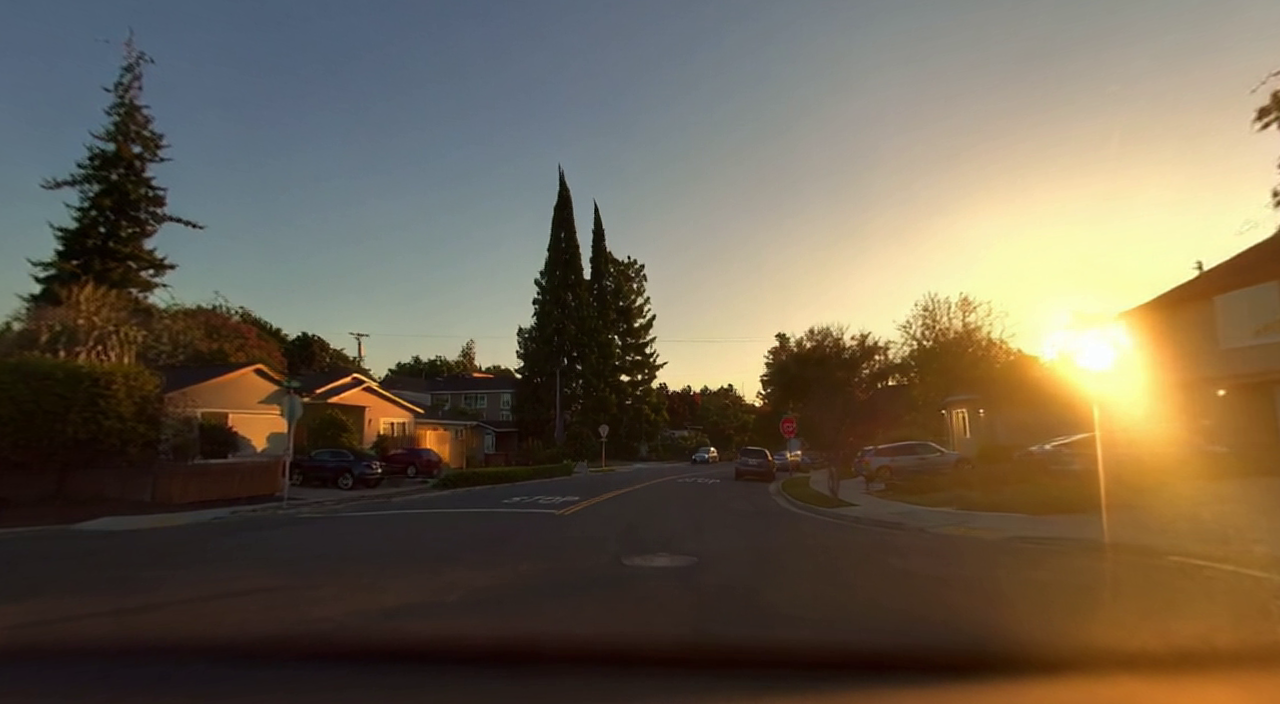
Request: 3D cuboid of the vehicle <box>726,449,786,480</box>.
[{"bbox_3d":[6.979,6.641,37.483,2.692,1.649,4.689,-3,-9,20],"label":"vehicle"}]
